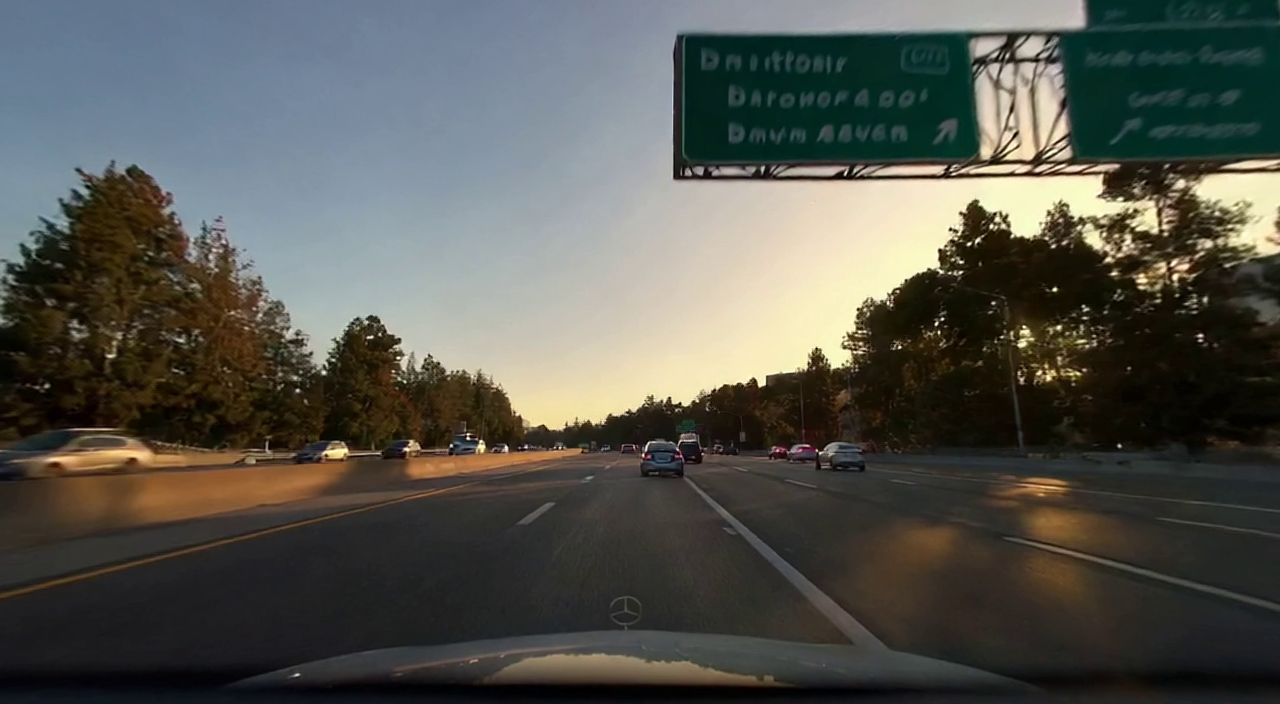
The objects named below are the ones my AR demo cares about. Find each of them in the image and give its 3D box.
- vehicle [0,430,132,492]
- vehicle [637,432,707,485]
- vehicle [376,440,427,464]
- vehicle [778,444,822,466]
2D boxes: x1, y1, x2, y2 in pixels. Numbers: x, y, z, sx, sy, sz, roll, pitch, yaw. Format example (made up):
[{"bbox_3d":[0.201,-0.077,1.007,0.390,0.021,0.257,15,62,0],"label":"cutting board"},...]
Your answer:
[{"bbox_3d":[-18.283,3.262,19.167,1.965,1.662,4.370,0,-8,0],"label":"vehicle"},{"bbox_3d":[1.031,3.798,22.780,2.105,1.711,4.293,0,-8,-2],"label":"vehicle"},{"bbox_3d":[-18.672,7.832,49.600,2.118,1.761,4.873,0,-8,0],"label":"vehicle"},{"bbox_3d":[11.088,7.143,44.032,1.872,1.459,4.502,0,-8,0],"label":"vehicle"}]
